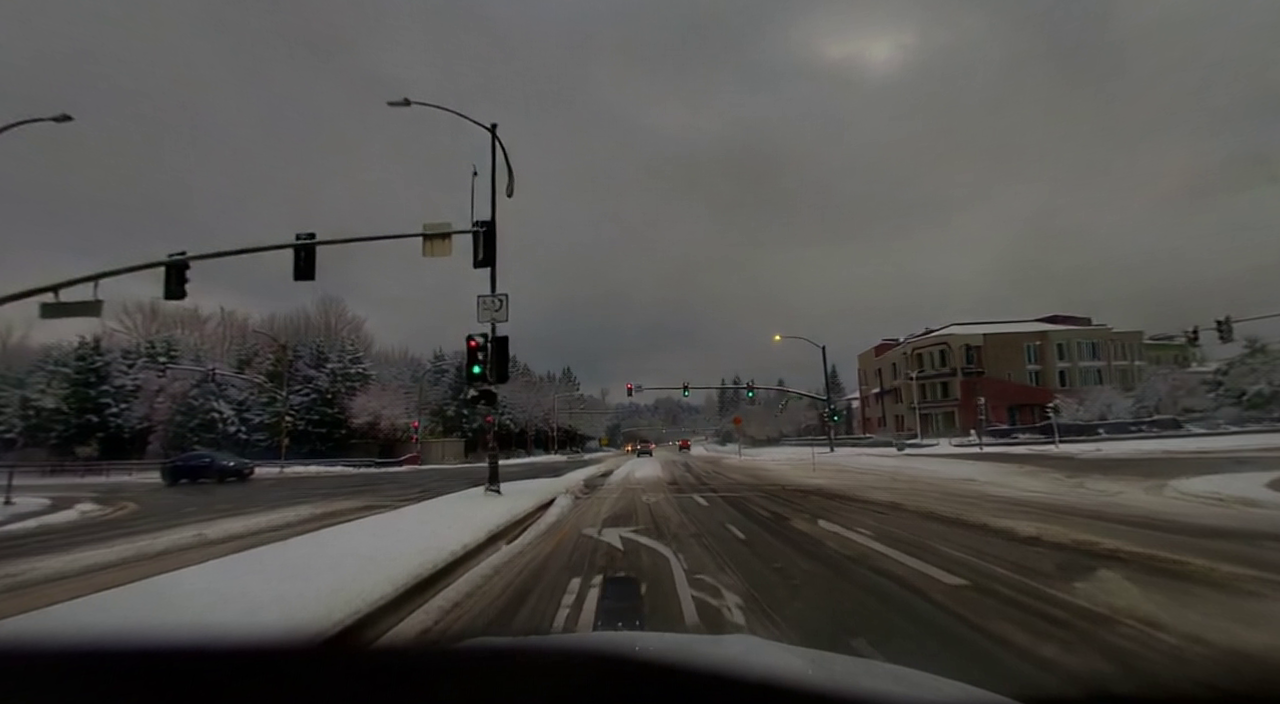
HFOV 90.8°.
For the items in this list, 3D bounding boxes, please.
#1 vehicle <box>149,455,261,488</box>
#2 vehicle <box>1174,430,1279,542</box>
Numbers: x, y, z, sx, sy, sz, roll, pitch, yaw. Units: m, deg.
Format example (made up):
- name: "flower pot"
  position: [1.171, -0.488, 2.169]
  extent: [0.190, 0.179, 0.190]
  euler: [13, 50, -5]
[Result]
- name: "vehicle"
  position: [-24.402, 6.715, 35.567]
  extent: [4.706, 1.734, 2.253]
  euler: [-1, -9, 6]
- name: "vehicle"
  position: [9.701, 1.734, 8.012]
  extent: [1.933, 1.500, 4.458]
  euler: [0, -9, 0]
